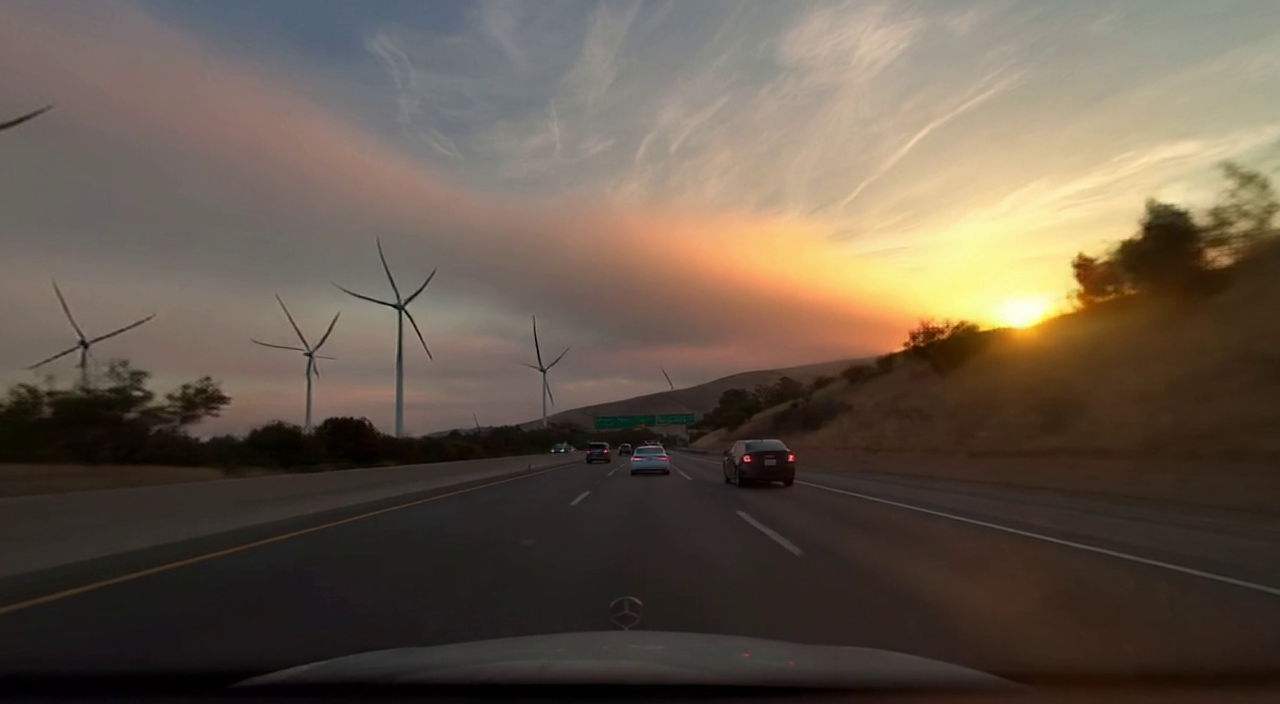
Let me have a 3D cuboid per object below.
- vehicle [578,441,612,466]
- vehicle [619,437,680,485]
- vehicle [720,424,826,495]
[{"bbox_3d":[-3.396,7.749,48.229,2.131,1.784,4.635,0,-9,1],"label":"vehicle"},{"bbox_3d":[0.332,4.075,23.766,2.083,1.653,3.787,0,-9,0],"label":"vehicle"},{"bbox_3d":[3.880,3.250,19.354,2.104,1.861,4.956,0,-9,-1],"label":"vehicle"}]
